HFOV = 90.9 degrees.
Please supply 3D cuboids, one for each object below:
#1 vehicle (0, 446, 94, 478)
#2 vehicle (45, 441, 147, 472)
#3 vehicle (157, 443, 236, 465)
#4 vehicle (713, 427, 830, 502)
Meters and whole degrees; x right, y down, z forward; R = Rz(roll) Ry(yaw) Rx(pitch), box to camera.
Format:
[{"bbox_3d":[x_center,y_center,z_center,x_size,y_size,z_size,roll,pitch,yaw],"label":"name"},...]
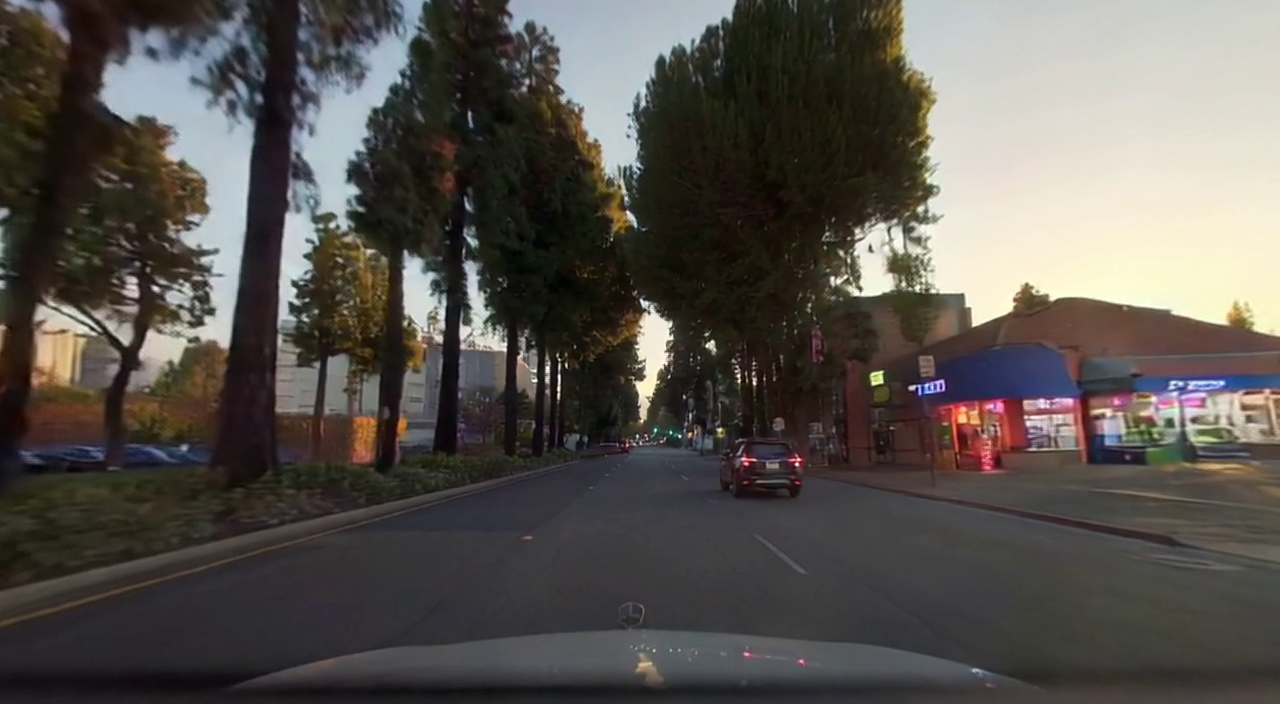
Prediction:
[{"bbox_3d":[-32.349,5.984,34.370,3.472,1.423,1.760,-4,-8,0],"label":"vehicle"},{"bbox_3d":[-32.273,6.197,37.463,4.290,1.457,2.056,-3,-7,1],"label":"vehicle"},{"bbox_3d":[-31.840,7.314,45.345,4.088,1.506,2.073,0,-8,1],"label":"vehicle"},{"bbox_3d":[3.446,3.059,17.625,2.151,1.771,4.792,0,-8,-1],"label":"vehicle"}]
